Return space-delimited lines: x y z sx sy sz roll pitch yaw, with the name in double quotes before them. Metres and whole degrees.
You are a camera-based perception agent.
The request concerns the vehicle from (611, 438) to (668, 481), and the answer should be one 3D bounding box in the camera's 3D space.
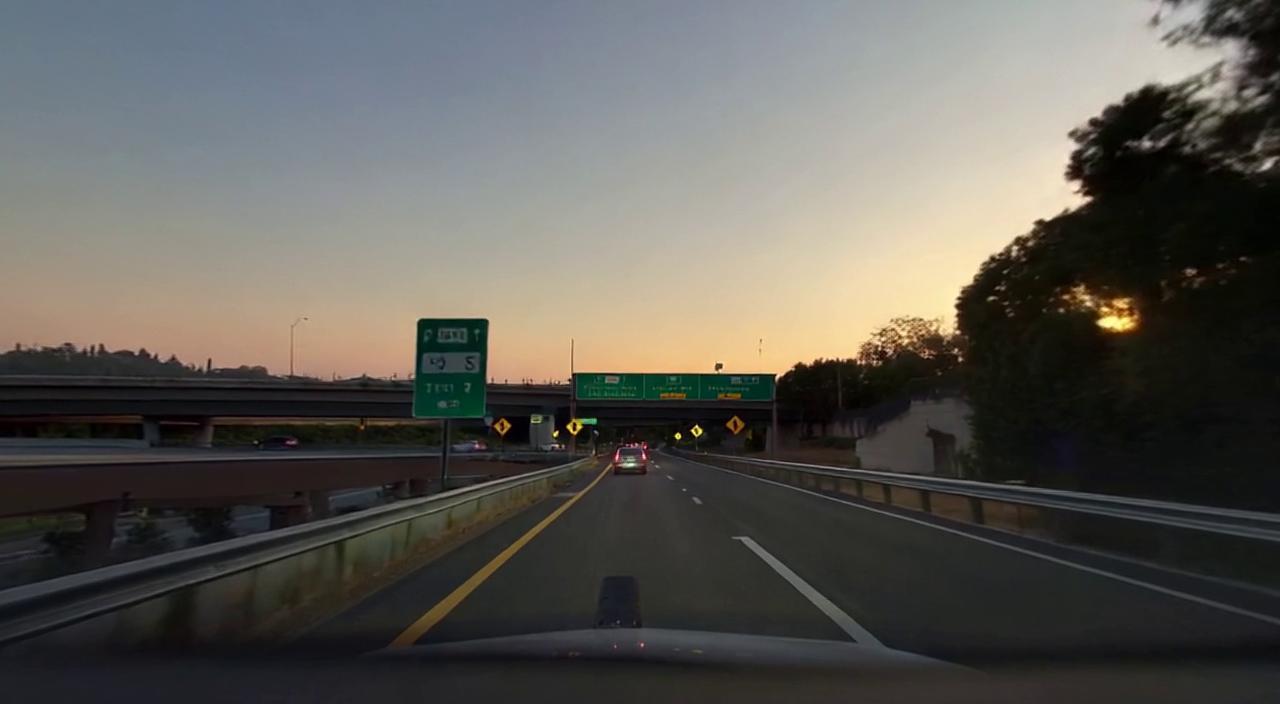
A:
"vehicle" -0.032 4.119 24.211 2.006 1.486 3.950 0 -9 -1
